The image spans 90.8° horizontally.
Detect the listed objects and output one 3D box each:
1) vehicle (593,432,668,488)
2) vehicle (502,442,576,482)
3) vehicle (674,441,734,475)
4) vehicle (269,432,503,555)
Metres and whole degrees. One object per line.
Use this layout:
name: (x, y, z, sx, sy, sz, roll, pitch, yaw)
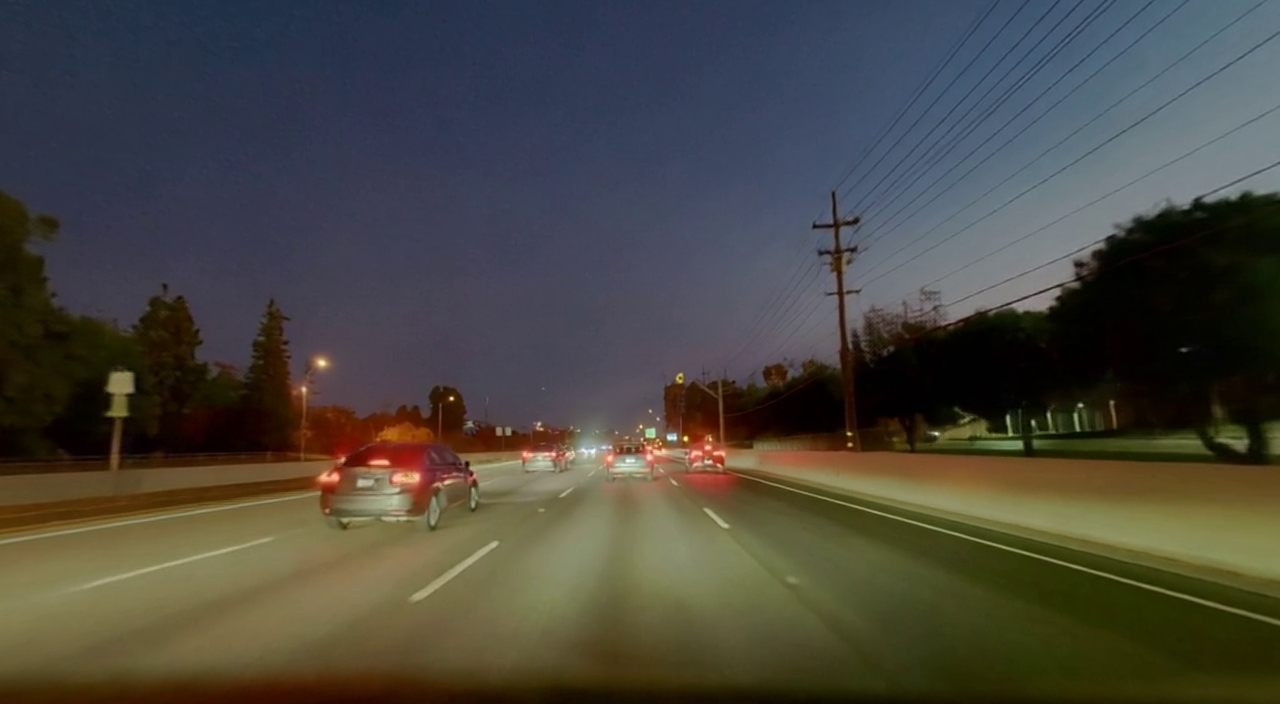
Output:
vehicle: (-0.318, 3.631, 21.571, 2.284, 1.699, 4.168, 0, -8, -1)
vehicle: (-3.898, 4.333, 25.235, 2.203, 1.425, 4.610, 0, -8, 0)
vehicle: (2.902, 4.925, 29.714, 2.197, 1.464, 4.356, 0, -8, -2)
vehicle: (-3.540, 2.035, 9.883, 1.958, 1.447, 4.454, 0, -8, -2)
